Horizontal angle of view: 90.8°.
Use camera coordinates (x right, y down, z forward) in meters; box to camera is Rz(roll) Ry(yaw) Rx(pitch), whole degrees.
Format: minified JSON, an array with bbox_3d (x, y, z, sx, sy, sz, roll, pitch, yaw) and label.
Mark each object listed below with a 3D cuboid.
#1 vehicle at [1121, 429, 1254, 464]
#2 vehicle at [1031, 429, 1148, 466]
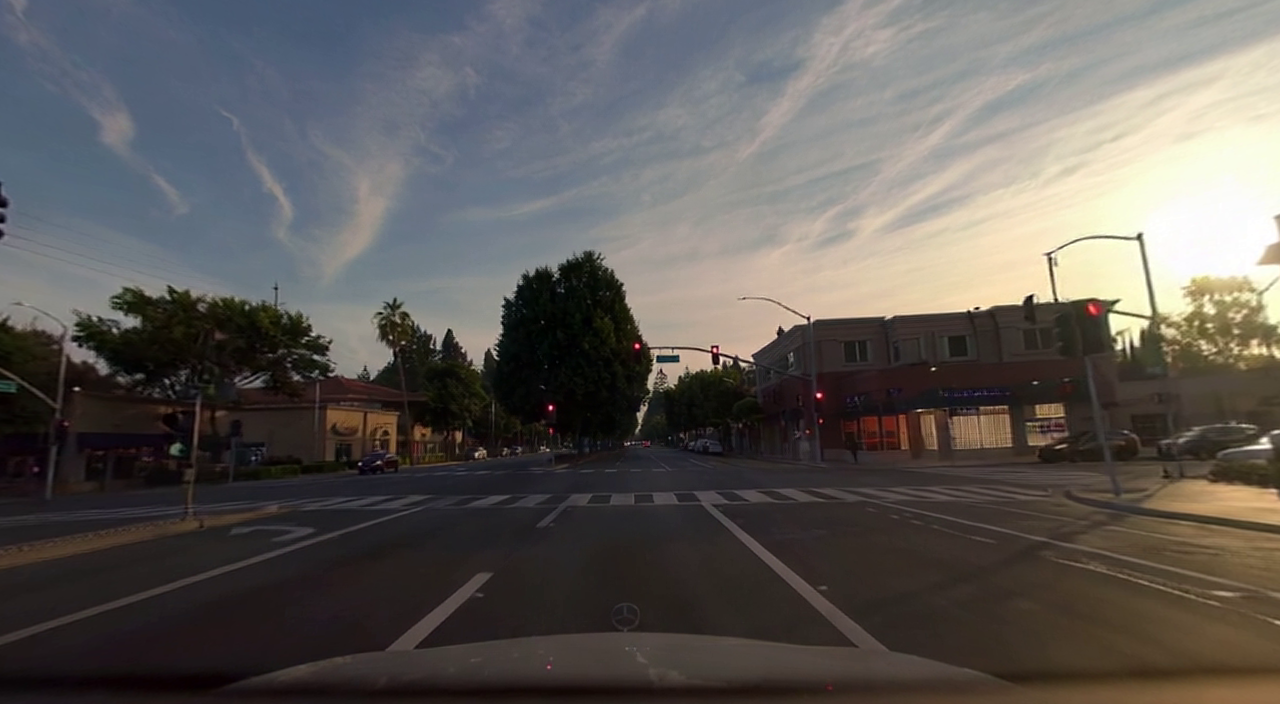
[{"bbox_3d":[27.321,4.727,31.621,4.910,1.644,2.032,0,-9,-4],"label":"vehicle"},{"bbox_3d":[22.091,4.692,31.144,4.323,1.746,1.872,0,-9,-3],"label":"vehicle"}]
